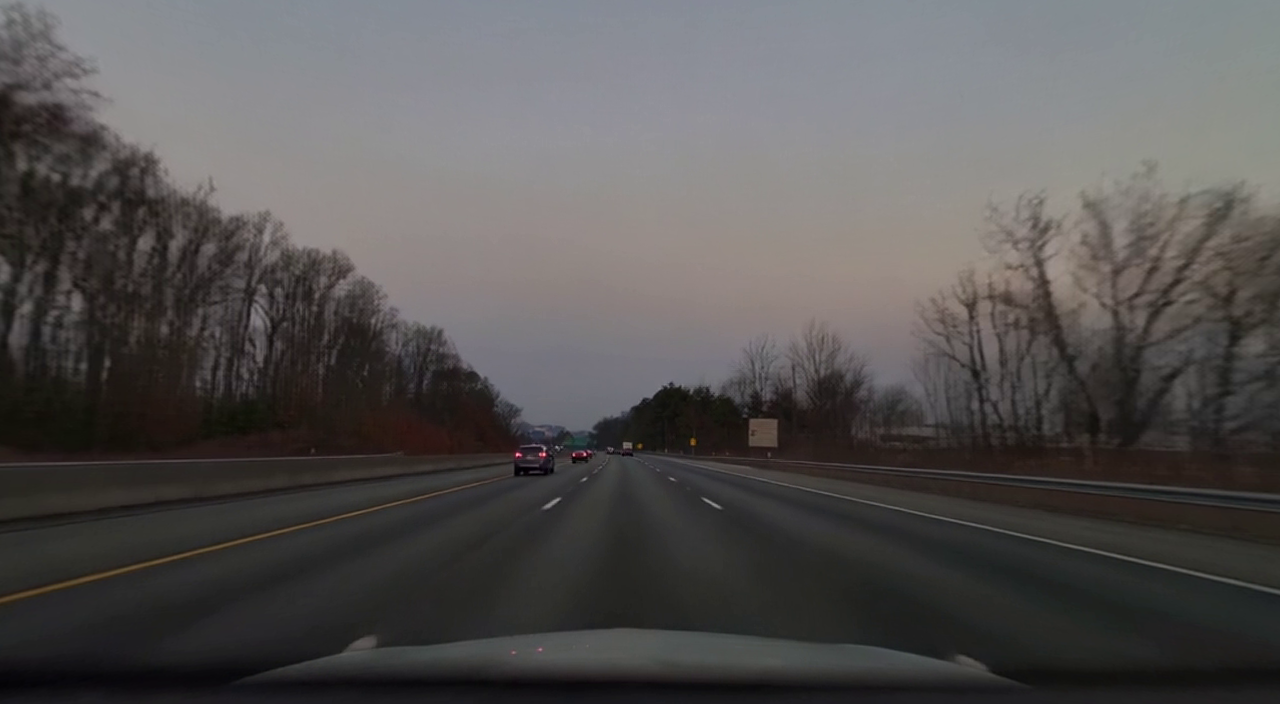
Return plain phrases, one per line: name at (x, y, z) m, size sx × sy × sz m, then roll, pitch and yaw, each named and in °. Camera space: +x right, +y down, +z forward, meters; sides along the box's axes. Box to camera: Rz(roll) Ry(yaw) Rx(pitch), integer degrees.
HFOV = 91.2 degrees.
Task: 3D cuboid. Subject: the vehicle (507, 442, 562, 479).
vehicle at (-5.300, 5.500, 32.021) m, size 2.151 × 1.693 × 4.201 m, roll 0°, pitch -9°, yaw -1°
